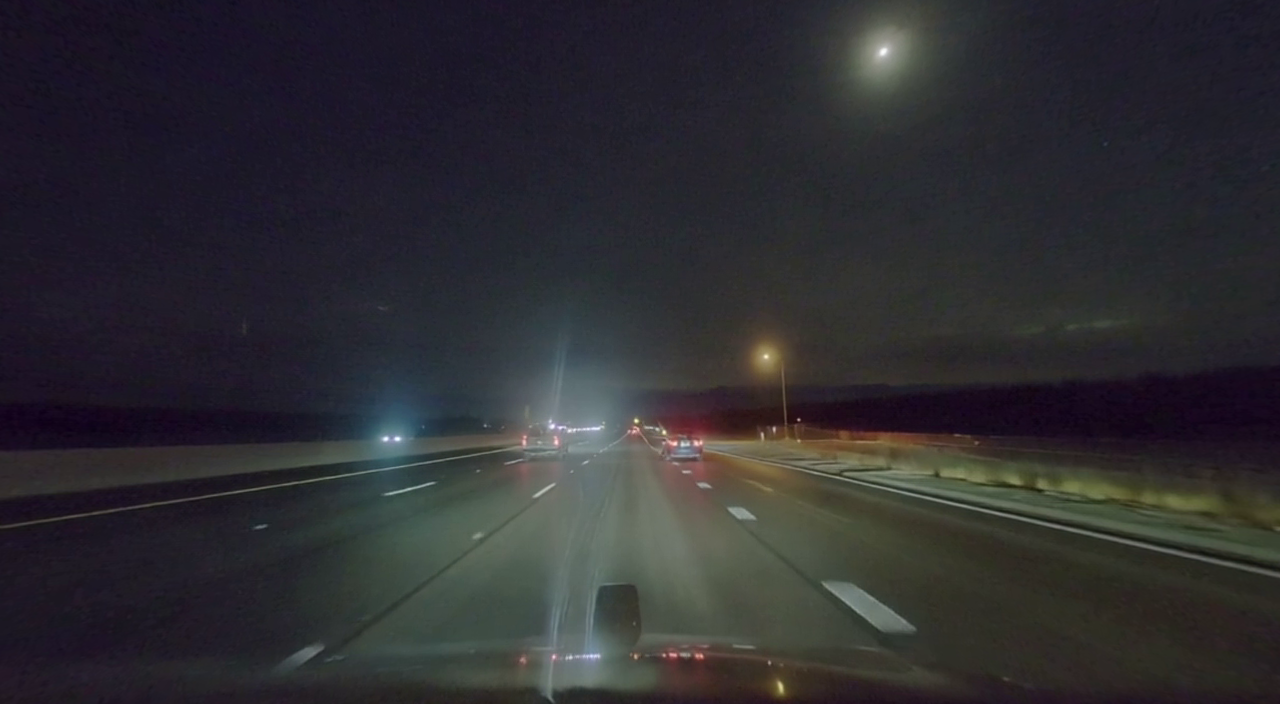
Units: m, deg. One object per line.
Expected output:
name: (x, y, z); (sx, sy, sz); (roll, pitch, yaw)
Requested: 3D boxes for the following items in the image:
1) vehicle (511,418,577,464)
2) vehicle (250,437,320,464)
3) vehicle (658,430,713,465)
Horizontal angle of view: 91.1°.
vehicle: (-4.280, 4.066, 28.874); (2.251, 1.938, 4.708); (0, -8, 0)
vehicle: (-20.200, 5.614, 35.993); (1.760, 1.466, 3.848); (0, -8, 0)
vehicle: (1.974, 4.288, 28.389); (1.948, 1.470, 3.913); (0, -8, -3)
